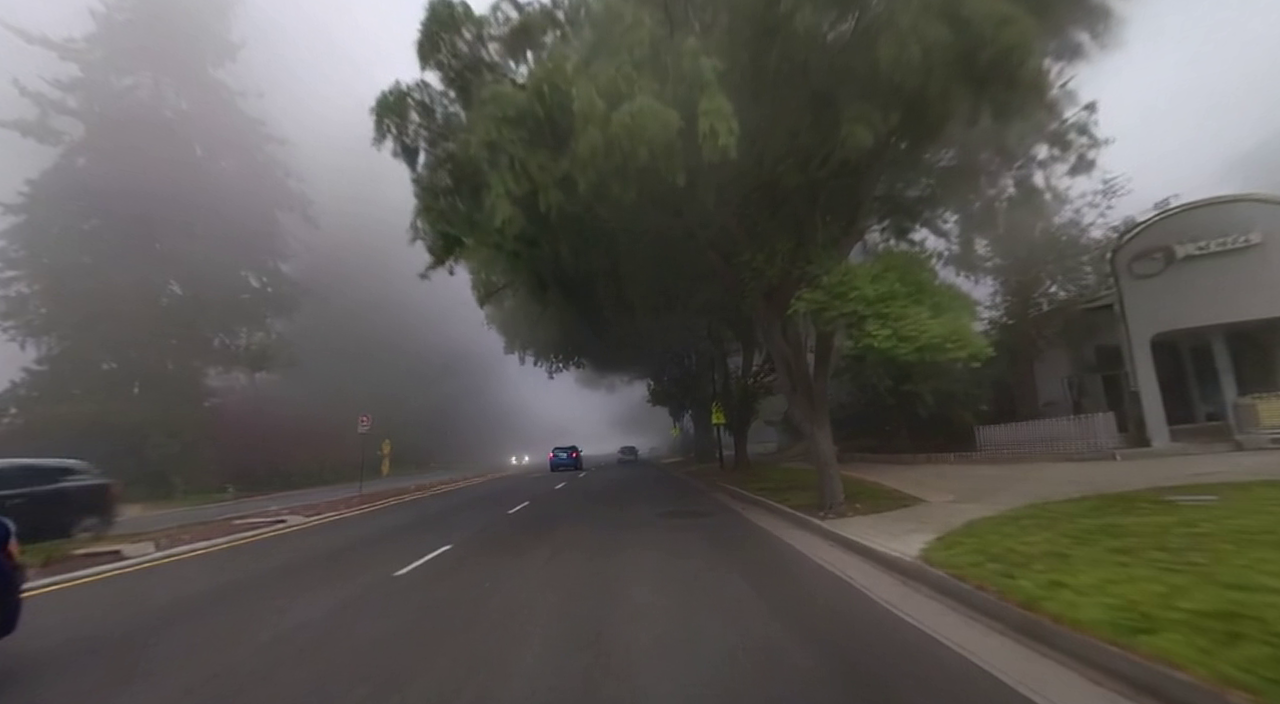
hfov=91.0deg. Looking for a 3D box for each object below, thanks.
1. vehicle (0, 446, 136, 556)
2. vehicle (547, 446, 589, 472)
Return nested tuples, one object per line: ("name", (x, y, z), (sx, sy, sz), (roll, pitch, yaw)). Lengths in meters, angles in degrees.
("vehicle", (-12.290, 2.670, 11.117), (2.292, 1.882, 5.655), (-2, -10, -3))
("vehicle", (-4.397, 6.627, 39.200), (2.083, 1.460, 4.527), (0, -8, 0))
